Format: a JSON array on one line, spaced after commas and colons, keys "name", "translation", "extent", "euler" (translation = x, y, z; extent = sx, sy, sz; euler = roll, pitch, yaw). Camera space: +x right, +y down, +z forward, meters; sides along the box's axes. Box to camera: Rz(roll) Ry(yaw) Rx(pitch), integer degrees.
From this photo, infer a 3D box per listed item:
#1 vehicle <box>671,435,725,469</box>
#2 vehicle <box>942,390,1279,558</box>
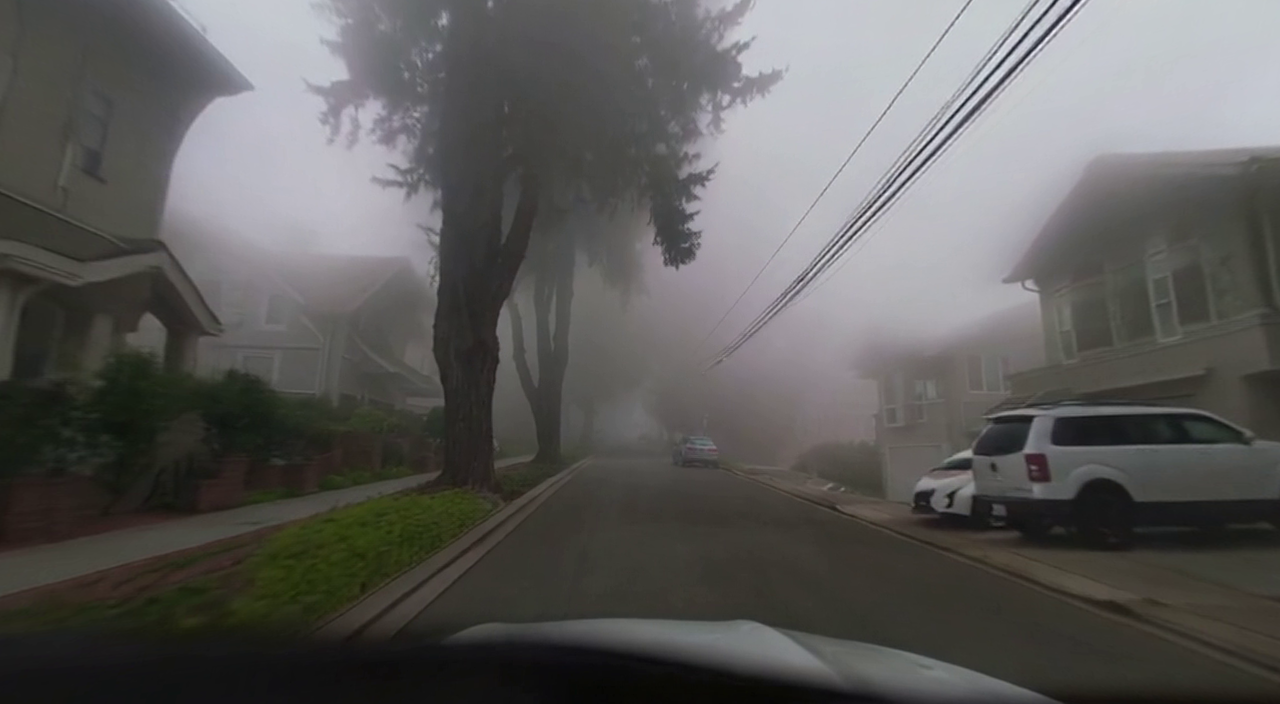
[{"name": "vehicle", "translation": [2.661, 4.675, 29.787], "extent": [1.955, 1.498, 4.046], "euler": [0, -8, -3]}, {"name": "vehicle", "translation": [8.245, 1.838, 10.002], "extent": [5.739, 2.299, 2.216], "euler": [0, -8, -3]}]
